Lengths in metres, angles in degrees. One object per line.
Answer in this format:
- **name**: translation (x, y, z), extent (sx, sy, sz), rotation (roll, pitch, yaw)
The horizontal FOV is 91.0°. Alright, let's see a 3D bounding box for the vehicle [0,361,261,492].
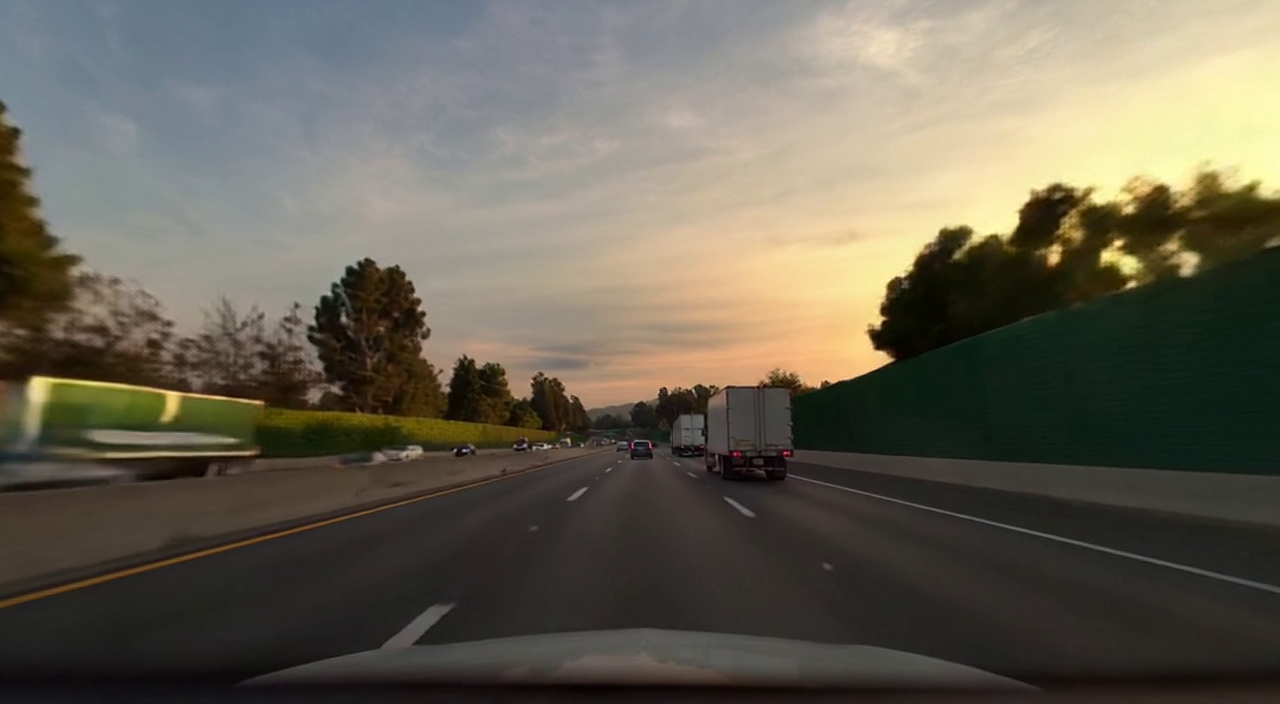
- **vehicle**: translation (-20.944, 3.128, 25.126), extent (2.886, 3.964, 13.895), rotation (0, -8, 0)

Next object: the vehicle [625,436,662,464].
- **vehicle**: translation (0.218, 6.647, 42.817), extent (2.389, 1.760, 4.473), rotation (0, -8, 1)

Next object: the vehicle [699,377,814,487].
- **vehicle**: translation (4.002, 3.067, 23.762), extent (2.742, 3.383, 8.285), rotation (0, -8, 0)
